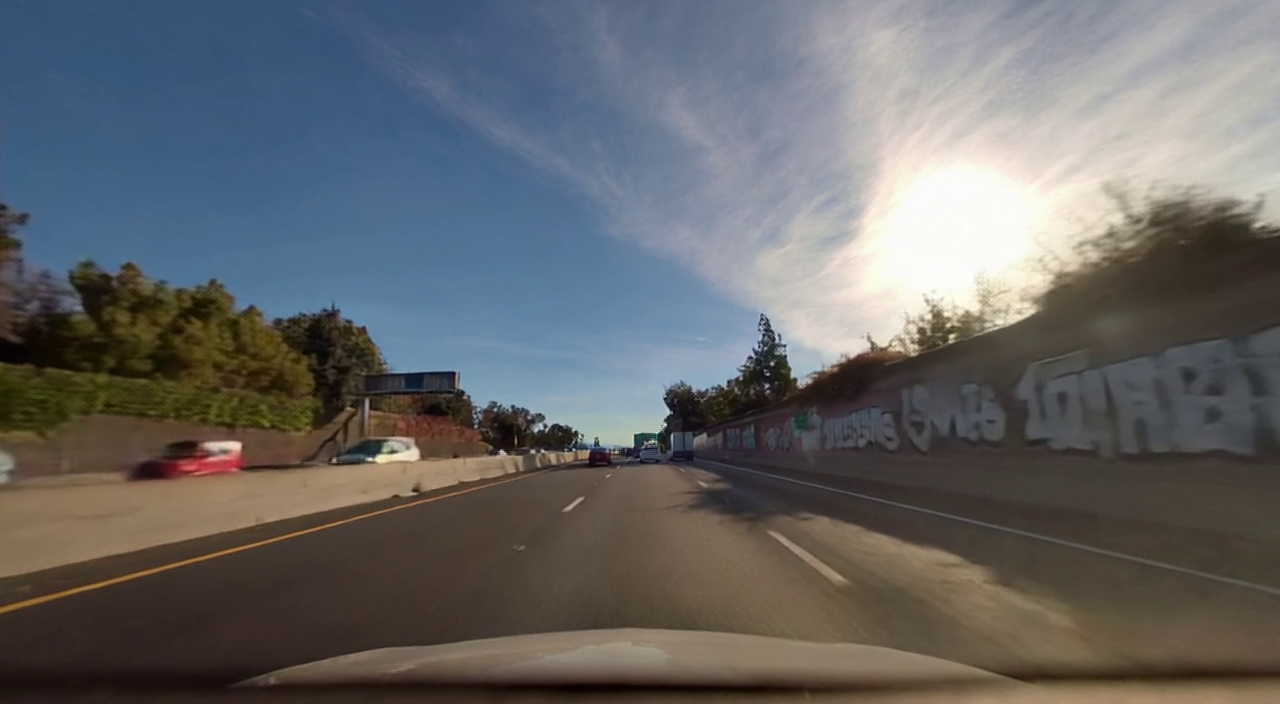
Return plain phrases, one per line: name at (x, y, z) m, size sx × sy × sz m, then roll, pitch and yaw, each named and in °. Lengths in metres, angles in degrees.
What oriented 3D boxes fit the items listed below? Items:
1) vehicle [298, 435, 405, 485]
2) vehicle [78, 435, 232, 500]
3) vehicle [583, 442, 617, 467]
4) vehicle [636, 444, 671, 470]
vehicle at (-11.978, 4.536, 26.621) m, size 2.111 × 1.885 × 4.942 m, roll 0°, pitch -9°, yaw 1°
vehicle at (-20.171, 4.801, 26.608) m, size 2.257 × 2.418 × 5.186 m, roll 0°, pitch -9°, yaw 0°
vehicle at (-2.869, 7.481, 46.012) m, size 2.095 × 1.671 × 4.193 m, roll 0°, pitch -9°, yaw 1°
vehicle at (0.771, 6.384, 38.361) m, size 2.009 × 1.506 × 4.091 m, roll 0°, pitch -9°, yaw 0°
